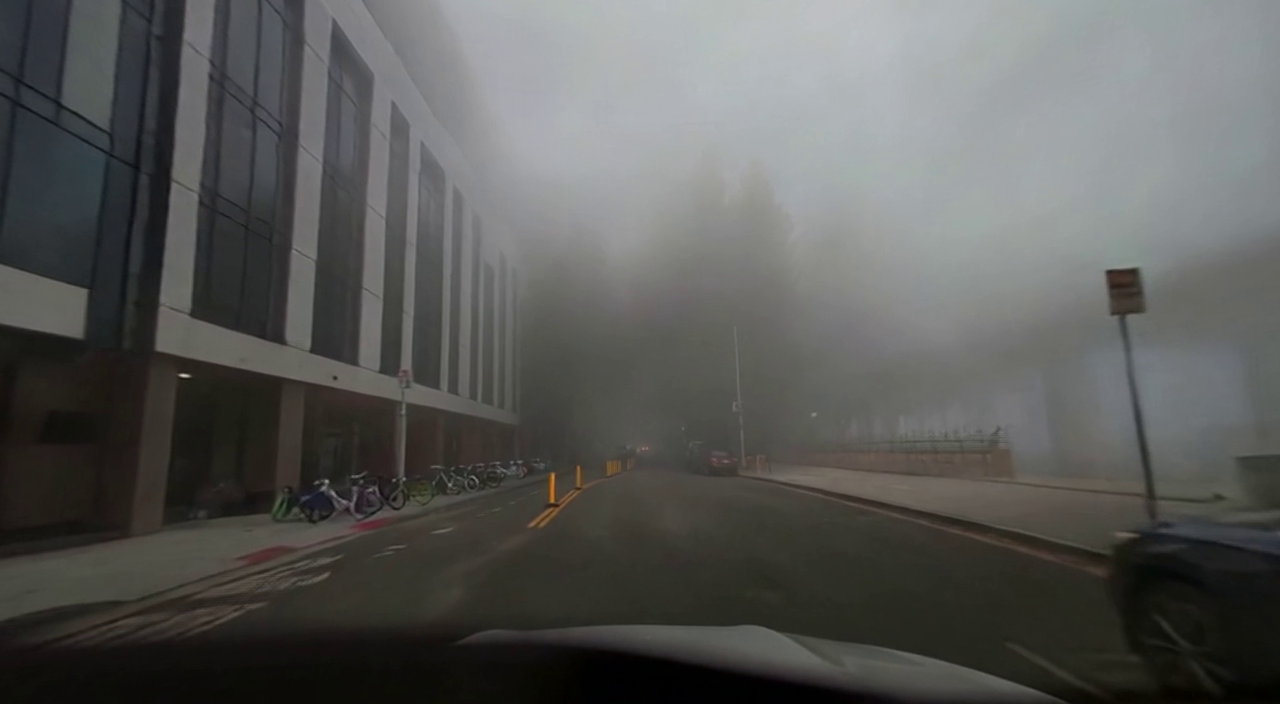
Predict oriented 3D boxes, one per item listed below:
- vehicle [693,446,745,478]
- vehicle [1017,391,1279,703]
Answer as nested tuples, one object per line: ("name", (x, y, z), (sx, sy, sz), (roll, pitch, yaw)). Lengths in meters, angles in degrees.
("vehicle", (3.918, 5.502, 31.967), (2.020, 1.448, 4.220), (-1, -8, -1))
("vehicle", (3.439, 0.731, 1.591), (1.963, 1.445, 4.948), (-1, -9, 1))
